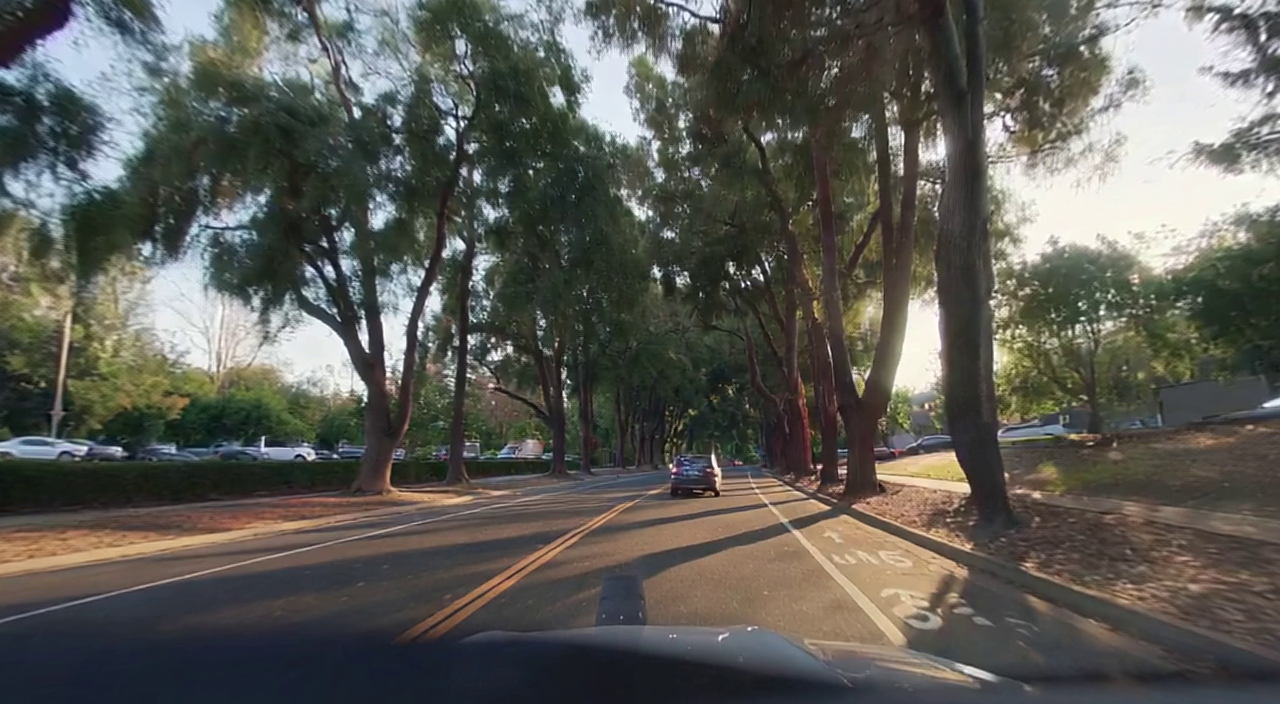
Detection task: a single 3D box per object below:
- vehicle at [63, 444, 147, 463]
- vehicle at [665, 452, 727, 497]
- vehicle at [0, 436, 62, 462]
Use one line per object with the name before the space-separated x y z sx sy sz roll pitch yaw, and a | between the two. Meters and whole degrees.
vehicle | -42.185 8.010 49.965 1.767 1.427 4.868 -2 -9 13
vehicle | 2.282 4.707 24.661 2.152 1.574 4.223 -2 -9 8
vehicle | -43.595 6.746 43.795 1.890 1.694 4.877 -2 -9 13
